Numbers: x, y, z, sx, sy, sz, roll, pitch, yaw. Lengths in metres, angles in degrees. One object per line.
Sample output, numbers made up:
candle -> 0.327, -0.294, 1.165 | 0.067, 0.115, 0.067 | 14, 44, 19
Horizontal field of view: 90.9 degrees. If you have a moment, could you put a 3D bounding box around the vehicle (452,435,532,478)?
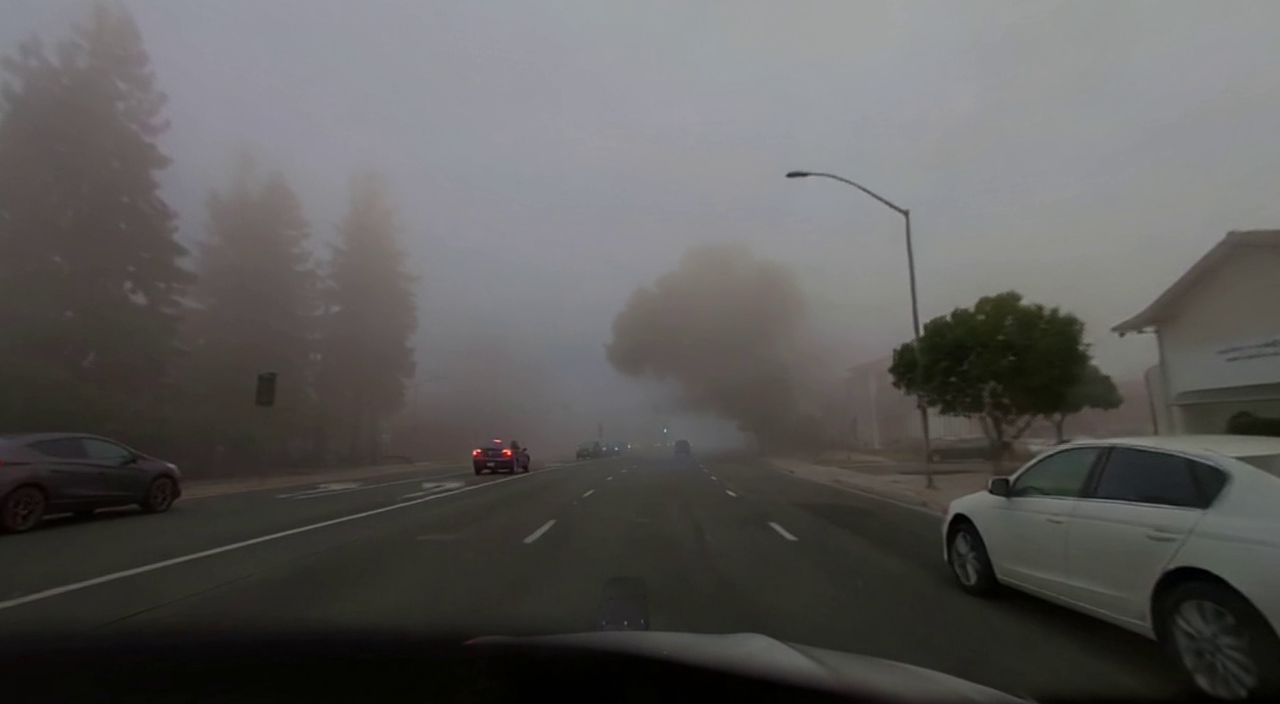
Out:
vehicle -> -5.999, 4.308, 26.169 | 1.988, 1.597, 4.404 | 0, -8, 4

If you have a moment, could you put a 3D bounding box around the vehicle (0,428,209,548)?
vehicle -> -9.415, 2.053, 10.110 | 1.951, 1.554, 4.444 | 0, -8, -2

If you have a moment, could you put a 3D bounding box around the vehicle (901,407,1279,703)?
vehicle -> 3.802, 1.242, 4.398 | 2.003, 1.494, 4.705 | 0, -8, 1
